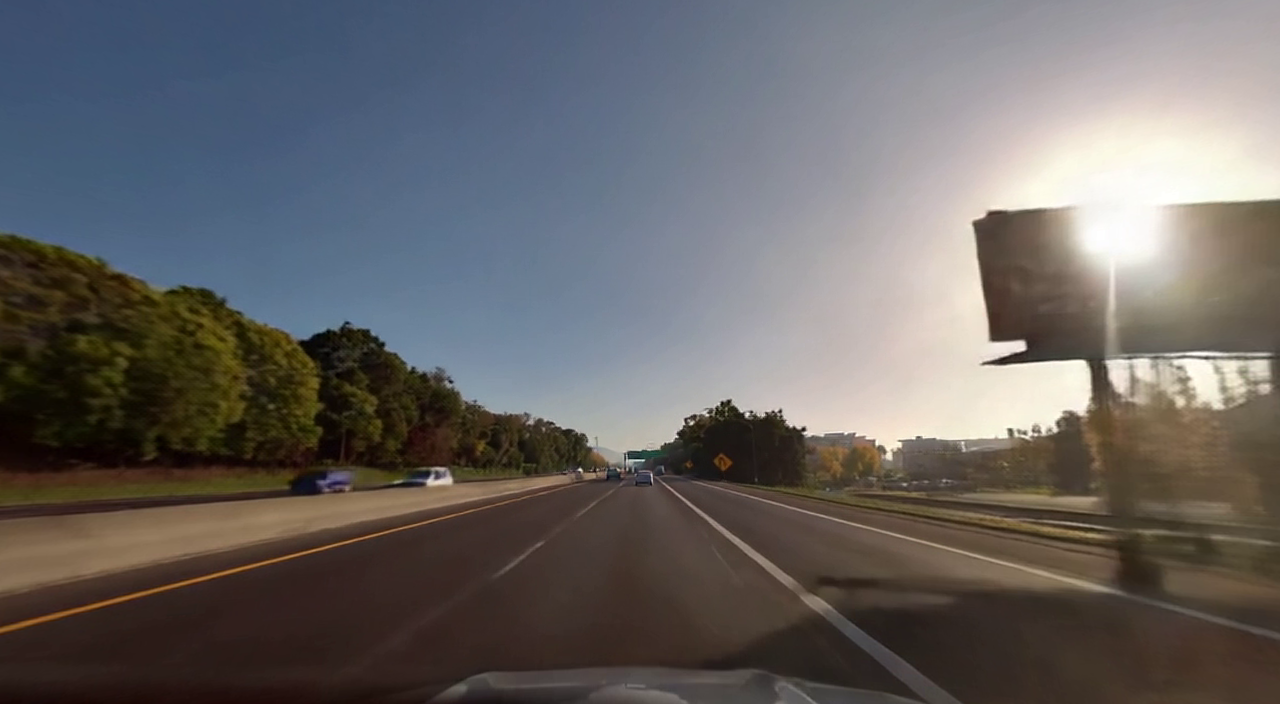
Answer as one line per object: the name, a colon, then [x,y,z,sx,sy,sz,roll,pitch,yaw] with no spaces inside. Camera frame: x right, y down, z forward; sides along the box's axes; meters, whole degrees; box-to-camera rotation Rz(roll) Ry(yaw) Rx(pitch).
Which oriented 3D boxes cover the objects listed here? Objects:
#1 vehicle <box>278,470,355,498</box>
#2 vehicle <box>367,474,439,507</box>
vehicle: [-18.990,7.758,37.267,2.004,1.483,4.647,1,-11,1]
vehicle: [-11.348,6.648,30.547,1.818,1.419,4.237,1,-11,0]
